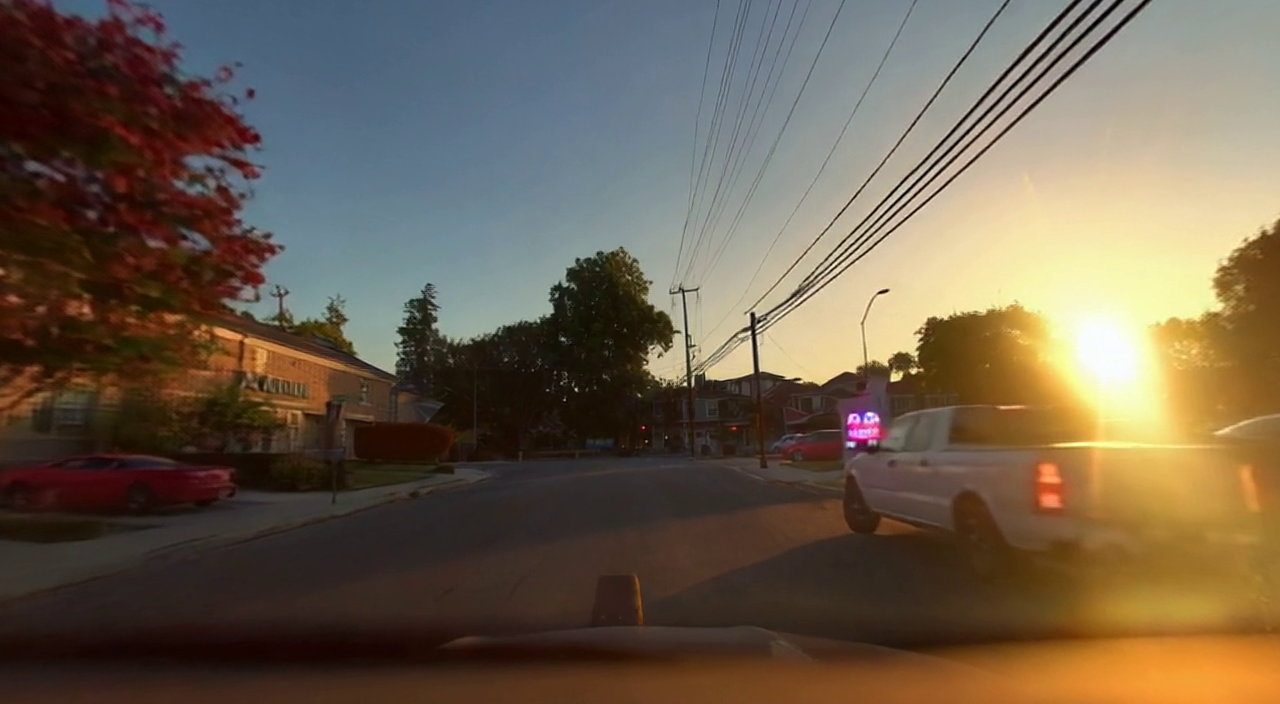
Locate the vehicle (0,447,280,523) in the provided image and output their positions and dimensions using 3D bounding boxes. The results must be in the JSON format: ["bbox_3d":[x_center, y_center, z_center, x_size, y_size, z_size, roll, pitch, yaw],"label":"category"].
[{"bbox_3d":[-11.094,2.910,14.092,4.813,1.503,1.923,0,-9,-5],"label":"vehicle"}]

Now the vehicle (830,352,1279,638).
[{"bbox_3d":[4.010,1.335,6.904,2.205,1.923,5.178,0,-8,0],"label":"vehicle"}]
